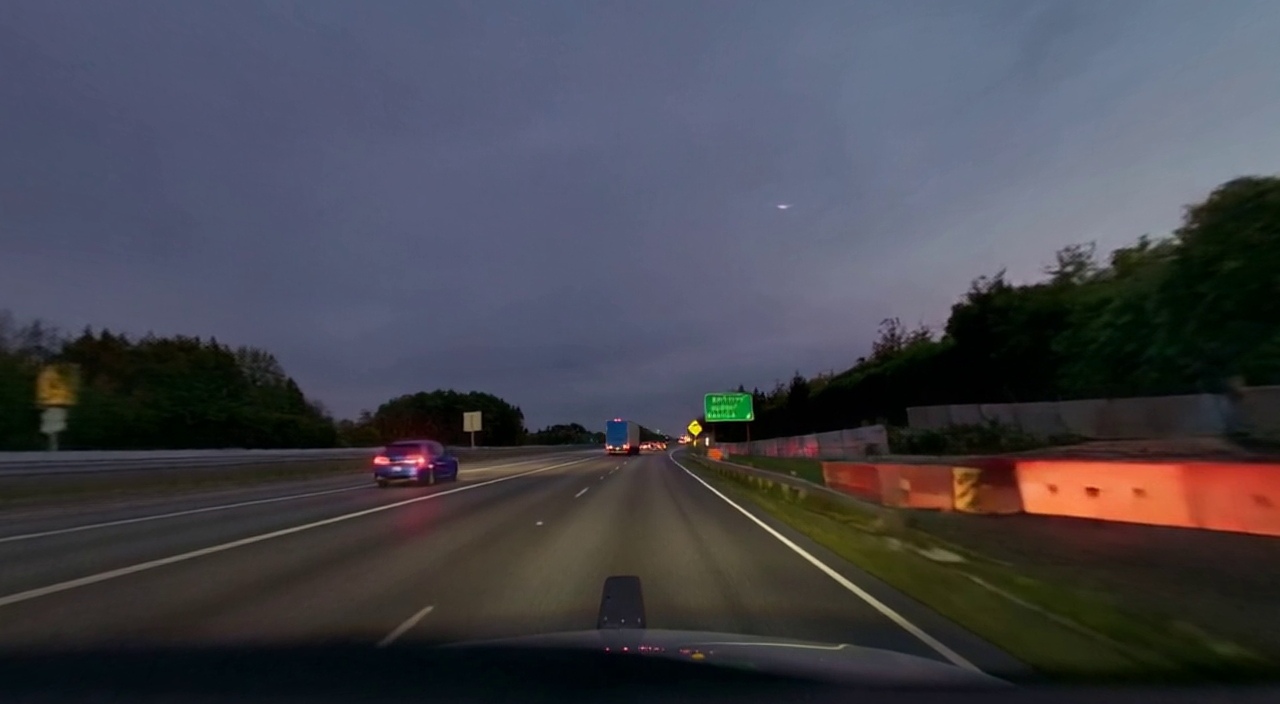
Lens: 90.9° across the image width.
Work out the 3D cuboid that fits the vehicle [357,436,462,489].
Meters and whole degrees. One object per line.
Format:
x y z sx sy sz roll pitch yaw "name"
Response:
-7.446 3.631 20.860 1.893 1.566 4.051 0 -9 1 "vehicle"
